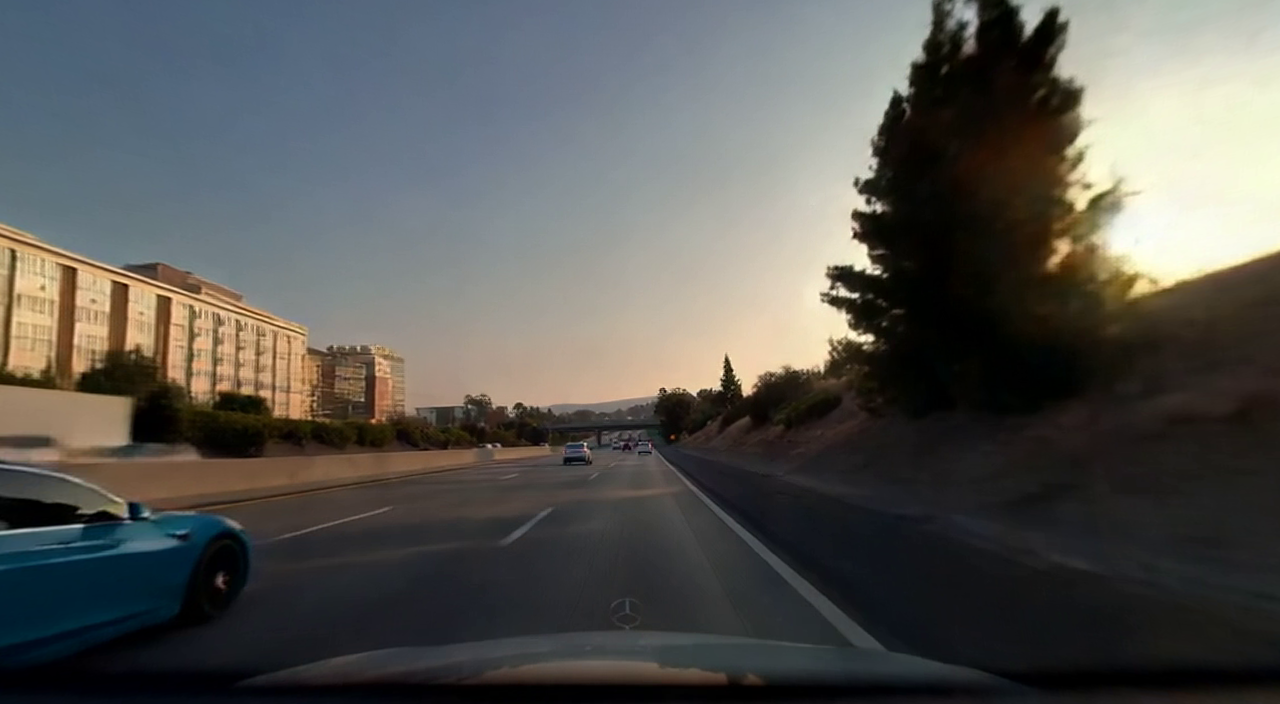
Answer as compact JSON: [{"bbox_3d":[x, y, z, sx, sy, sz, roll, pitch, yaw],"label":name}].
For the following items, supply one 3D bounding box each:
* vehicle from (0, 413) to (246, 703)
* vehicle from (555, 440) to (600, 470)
[{"bbox_3d":[-4.136,0.987,2.683,2.083,1.471,4.350,0,-8,0],"label":"vehicle"},{"bbox_3d":[-3.232,5.446,33.582,1.926,1.464,4.186,0,-8,0],"label":"vehicle"}]
